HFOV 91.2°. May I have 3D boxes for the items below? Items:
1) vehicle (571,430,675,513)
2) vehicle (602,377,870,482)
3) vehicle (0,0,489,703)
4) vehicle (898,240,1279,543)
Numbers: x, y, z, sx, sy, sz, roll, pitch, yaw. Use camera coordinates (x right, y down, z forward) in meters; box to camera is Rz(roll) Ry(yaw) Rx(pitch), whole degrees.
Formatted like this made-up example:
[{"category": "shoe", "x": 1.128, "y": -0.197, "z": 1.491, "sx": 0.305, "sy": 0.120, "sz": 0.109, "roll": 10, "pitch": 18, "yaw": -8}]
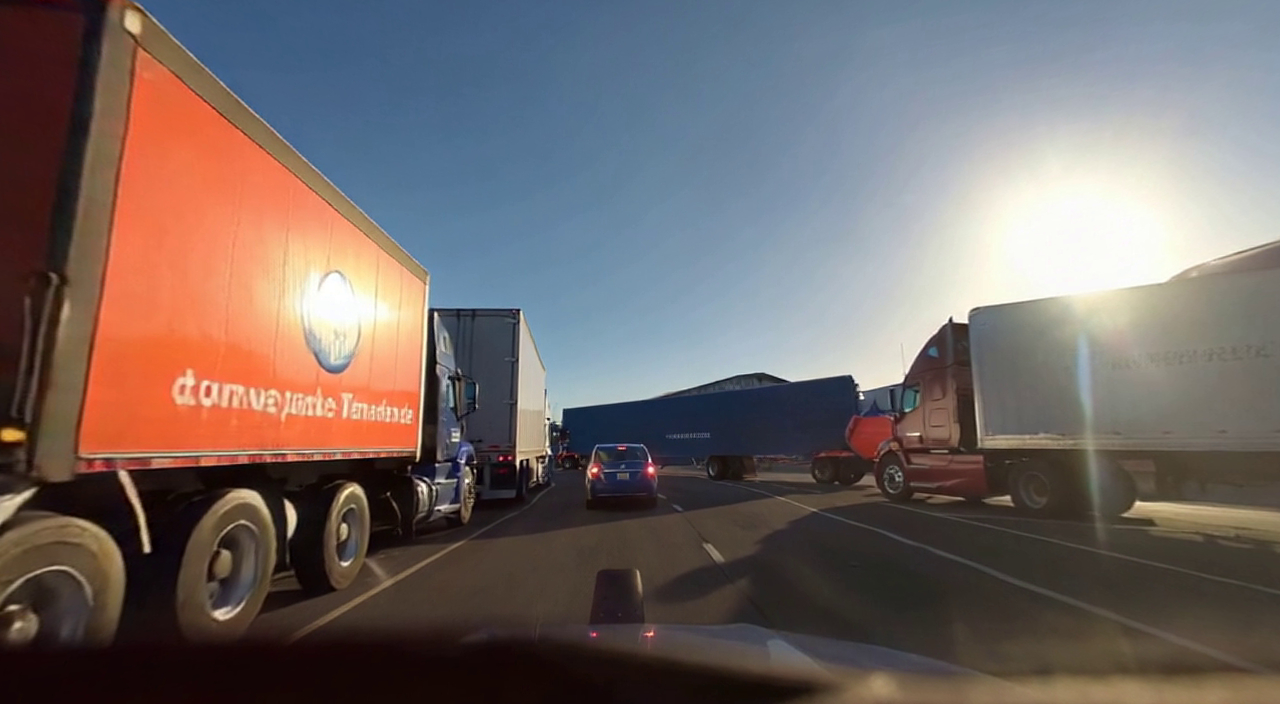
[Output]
[{"category": "vehicle", "x": -0.377, "y": 2.780, "z": 15.029, "sx": 2.140, "sy": 1.682, "sz": 3.971, "roll": 0, "pitch": -9, "yaw": -1}, {"category": "vehicle", "x": 3.734, "y": 3.858, "z": 30.972, "sx": 2.877, "sy": 4.124, "sz": 14.516, "roll": 3, "pitch": -8, "yaw": -41}, {"category": "vehicle", "x": -3.984, "y": 0.655, "z": 5.975, "sx": 2.986, "sy": 3.391, "sz": 9.523, "roll": 0, "pitch": -9, "yaw": -2}, {"category": "vehicle", "x": 11.136, "y": 0.471, "z": 8.592, "sx": 13.564, "sy": 4.152, "sz": 3.110, "roll": -9, "pitch": -12, "yaw": 42}]
